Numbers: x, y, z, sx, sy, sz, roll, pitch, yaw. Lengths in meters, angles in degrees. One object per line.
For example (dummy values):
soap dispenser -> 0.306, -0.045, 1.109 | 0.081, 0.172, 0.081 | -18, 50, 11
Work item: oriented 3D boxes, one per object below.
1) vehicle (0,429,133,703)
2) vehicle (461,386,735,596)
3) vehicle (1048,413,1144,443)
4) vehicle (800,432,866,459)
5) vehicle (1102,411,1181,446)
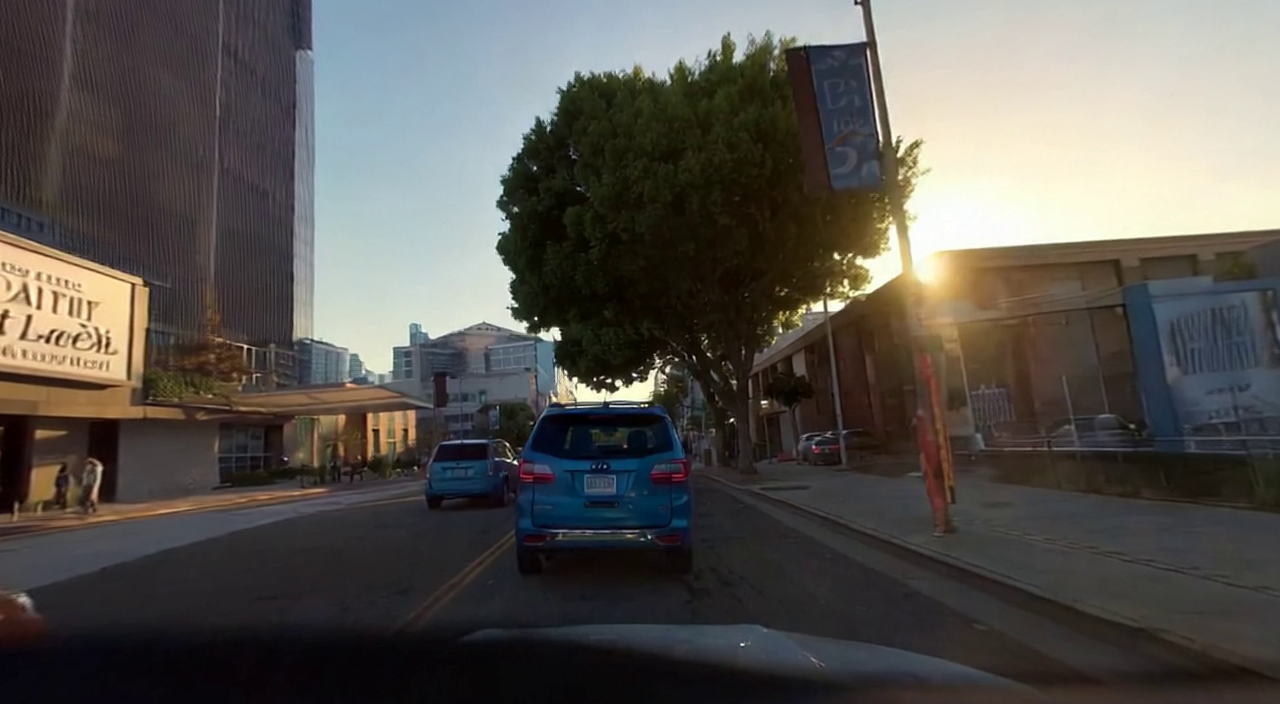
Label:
vehicle -> -4.090, 0.915, 1.727 | 1.878, 1.461, 4.432 | 0, -9, -3
vehicle -> -0.462, 1.609, 8.149 | 2.531, 1.930, 4.382 | 0, -8, -2
vehicle -> 24.511, 4.103, 34.014 | 3.826, 1.544, 1.754 | 0, -9, -5
vehicle -> 10.827, 5.232, 35.323 | 1.877, 1.416, 3.965 | -9, -12, 43
vehicle -> 23.371, 3.591, 29.399 | 4.168, 1.514, 1.811 | 6, -11, -37
